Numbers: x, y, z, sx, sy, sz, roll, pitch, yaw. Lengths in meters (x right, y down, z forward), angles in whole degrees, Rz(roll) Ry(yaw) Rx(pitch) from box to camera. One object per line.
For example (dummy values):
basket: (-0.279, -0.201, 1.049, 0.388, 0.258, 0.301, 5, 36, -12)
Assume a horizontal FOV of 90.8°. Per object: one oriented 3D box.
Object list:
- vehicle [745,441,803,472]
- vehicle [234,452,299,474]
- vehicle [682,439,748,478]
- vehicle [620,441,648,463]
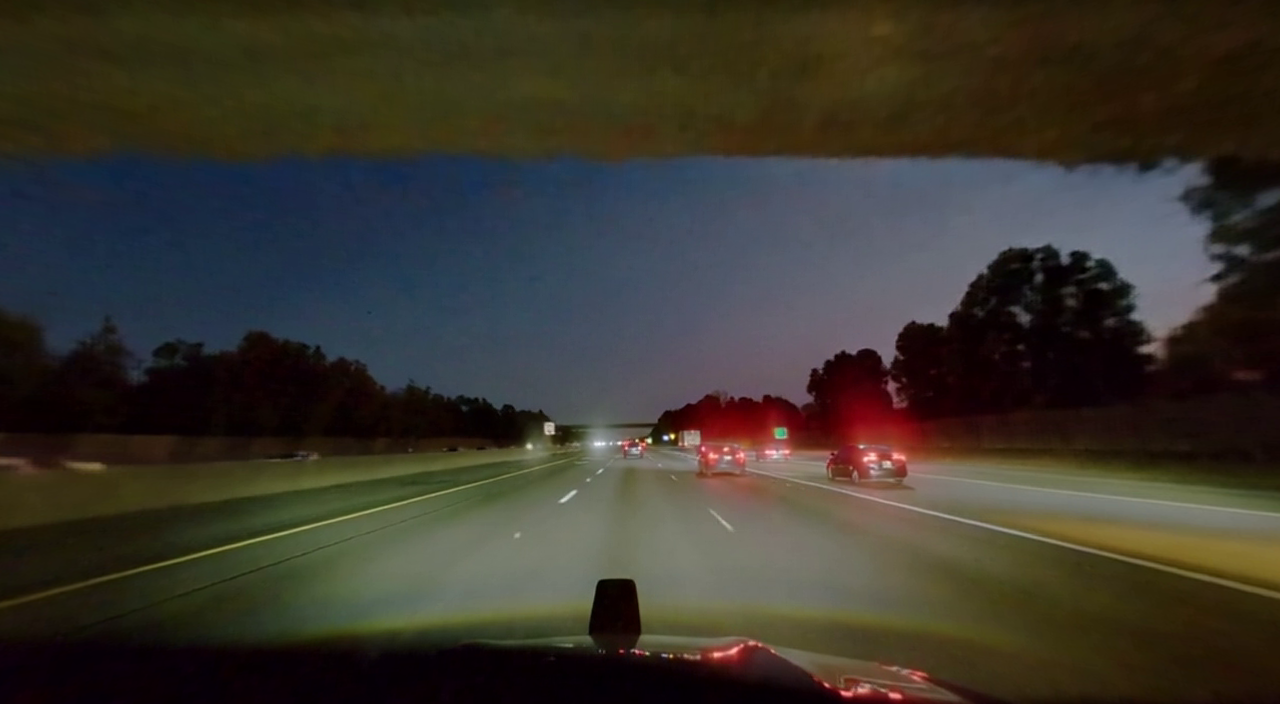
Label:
vehicle: (6.991, 5.479, 33.420, 1.946, 1.497, 4.467, 0, -8, -2)
vehicle: (-26.786, 7.940, 45.514, 1.882, 1.470, 4.599, 0, -9, 0)
vehicle: (3.042, 4.434, 26.548, 2.076, 1.472, 4.562, 0, -8, -2)
vehicle: (-0.491, 7.544, 47.872, 2.029, 1.595, 4.207, 0, -8, -1)
